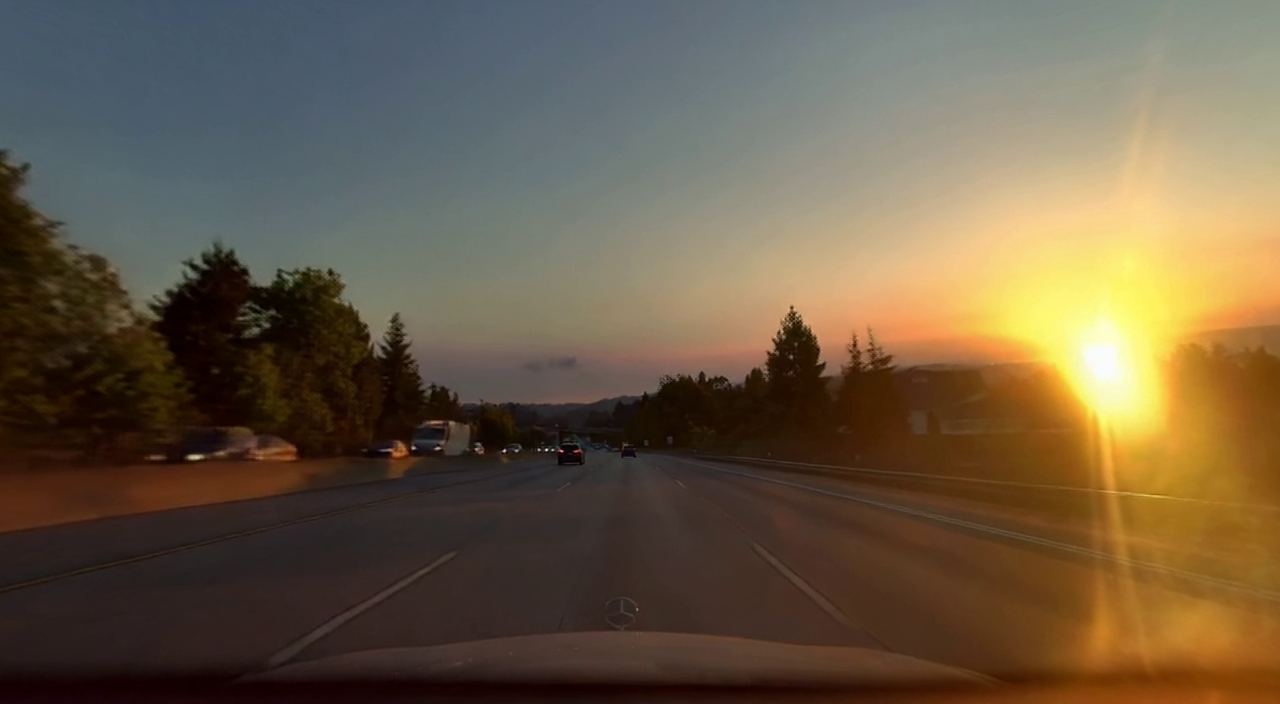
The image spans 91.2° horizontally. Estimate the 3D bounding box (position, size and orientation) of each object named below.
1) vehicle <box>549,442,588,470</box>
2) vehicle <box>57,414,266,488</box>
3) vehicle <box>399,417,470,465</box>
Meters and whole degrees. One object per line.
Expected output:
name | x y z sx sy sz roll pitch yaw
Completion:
vehicle | -4.591 6.712 40.687 2.098 1.692 4.038 0 -9 -1
vehicle | -12.985 2.763 17.554 2.025 1.744 4.877 0 -9 -1
vehicle | -13.284 5.891 41.175 2.343 2.825 7.354 0 -9 -1
